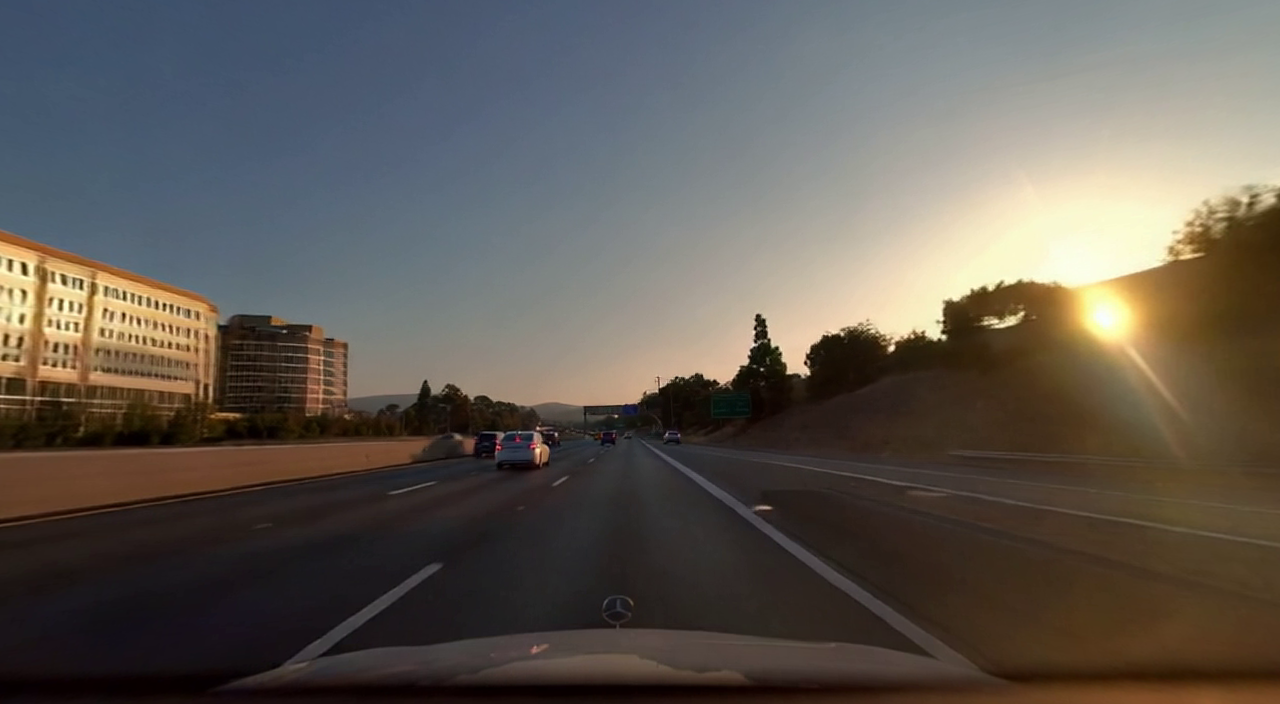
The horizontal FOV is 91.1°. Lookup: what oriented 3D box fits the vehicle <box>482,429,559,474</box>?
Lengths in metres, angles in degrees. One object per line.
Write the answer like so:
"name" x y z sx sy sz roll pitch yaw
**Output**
"vehicle" -4.296 3.648 23.425 1.996 1.490 4.571 0 -8 0
